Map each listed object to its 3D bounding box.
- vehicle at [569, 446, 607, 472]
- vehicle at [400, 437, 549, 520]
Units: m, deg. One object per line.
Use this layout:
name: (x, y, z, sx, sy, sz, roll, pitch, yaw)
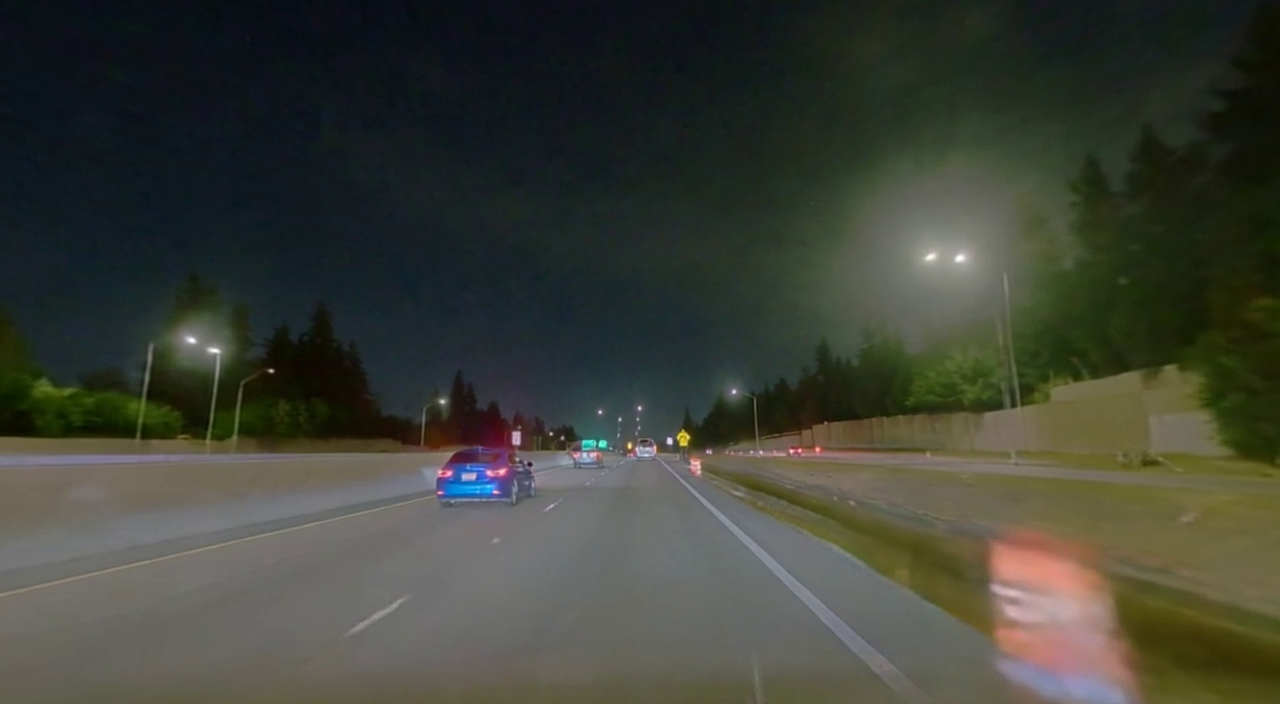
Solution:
vehicle: (-3.148, 6.566, 38.905, 1.965, 1.459, 4.145, 0, -9, 0)
vehicle: (-3.427, 2.710, 14.136, 2.012, 1.510, 4.672, 0, -9, 1)
